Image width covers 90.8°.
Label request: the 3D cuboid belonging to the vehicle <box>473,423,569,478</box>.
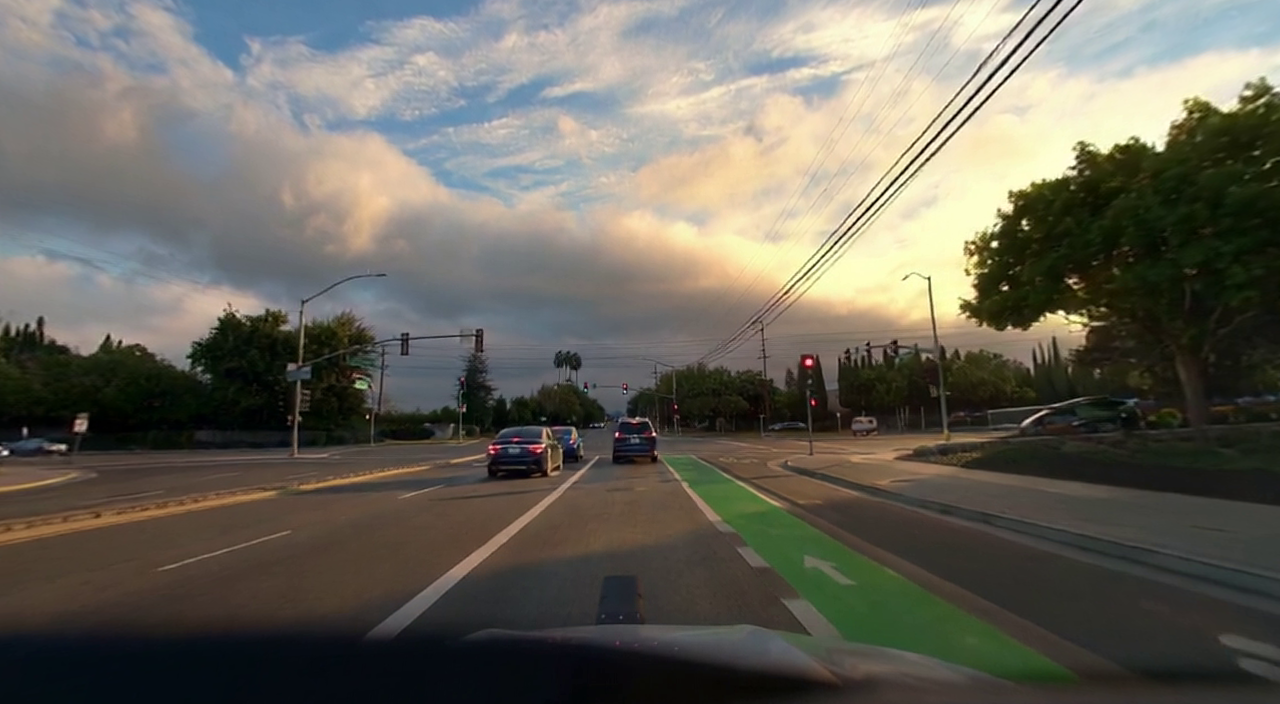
[{"bbox_3d":[-3.623,3.041,20.316,2.138,1.488,5.327,1,-6,-1],"label":"vehicle"}]

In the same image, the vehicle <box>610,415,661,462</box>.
[{"bbox_3d":[-0.237,3.887,28.279,2.036,1.885,5.196,1,-8,-1],"label":"vehicle"}]
